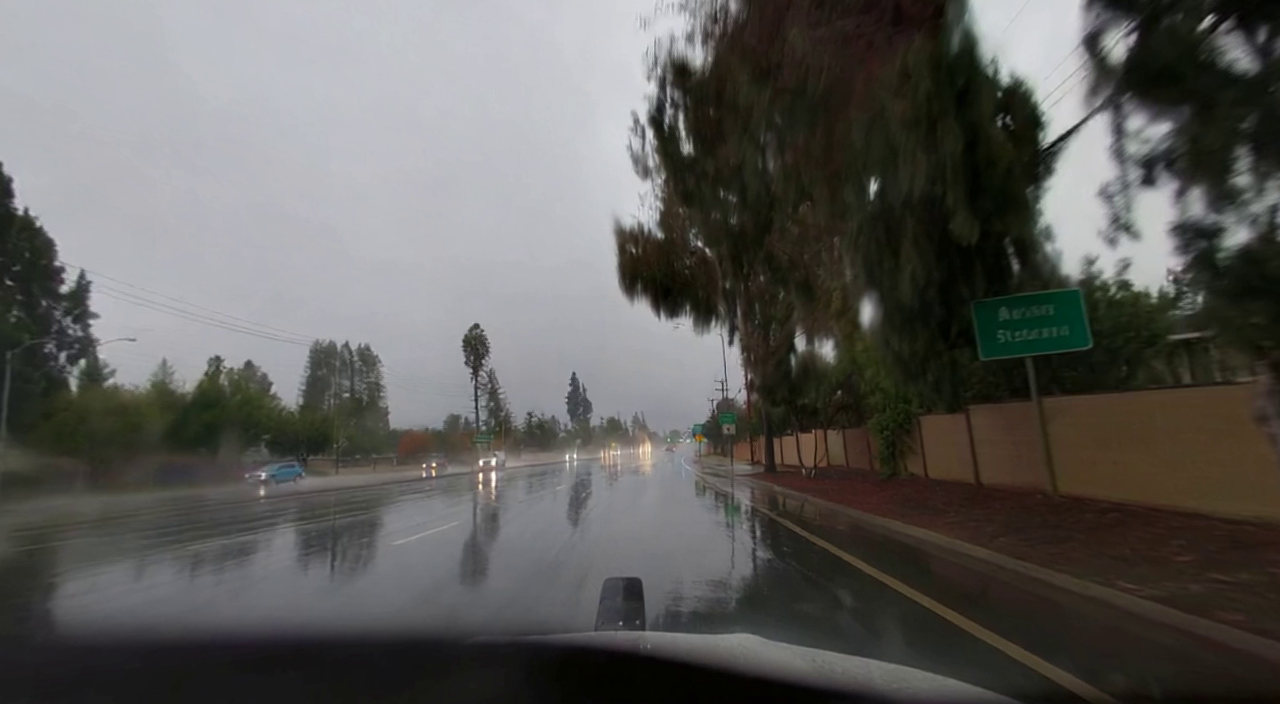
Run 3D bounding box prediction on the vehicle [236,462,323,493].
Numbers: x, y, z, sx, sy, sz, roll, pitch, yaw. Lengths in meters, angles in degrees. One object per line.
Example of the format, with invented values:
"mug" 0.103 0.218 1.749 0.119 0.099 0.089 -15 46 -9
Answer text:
"vehicle" -19.950 6.922 35.169 1.806 1.438 4.461 -1 -8 7
